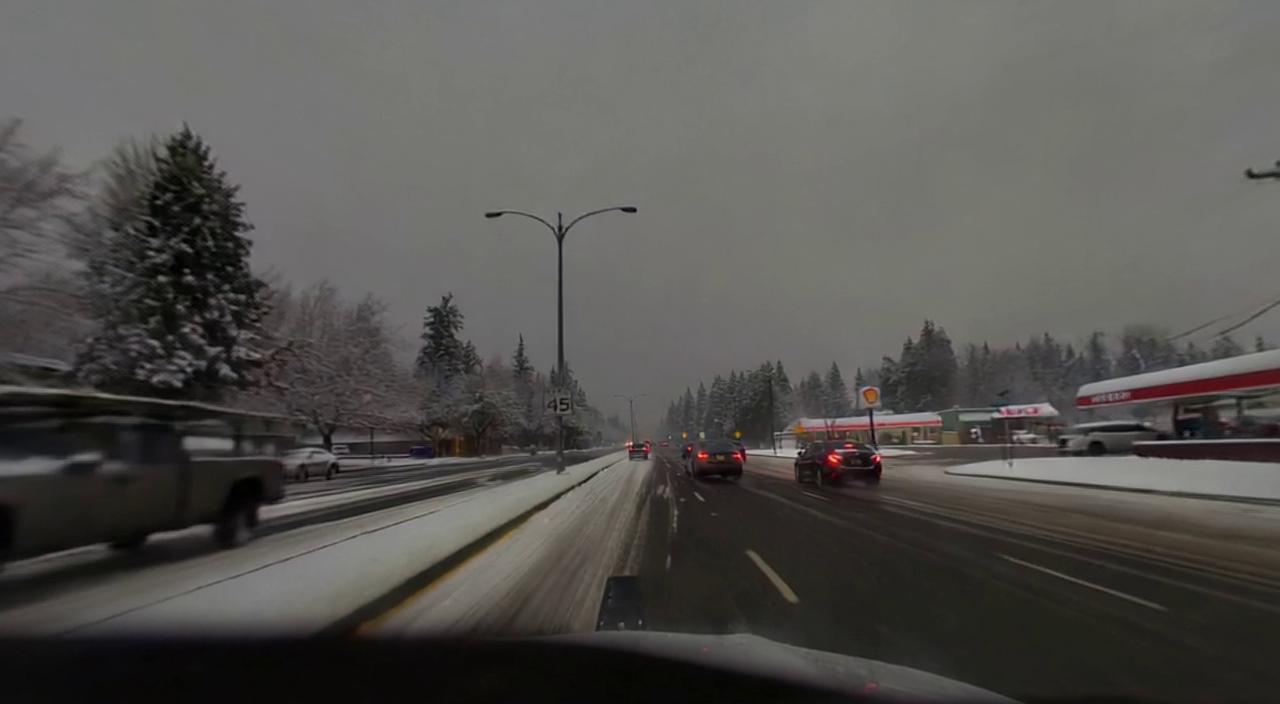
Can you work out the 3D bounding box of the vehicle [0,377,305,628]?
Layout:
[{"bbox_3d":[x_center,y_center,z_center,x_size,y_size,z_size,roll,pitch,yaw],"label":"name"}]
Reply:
[{"bbox_3d":[-5.553,1.258,5.723,2.016,1.770,5.300,0,-8,1],"label":"vehicle"}]

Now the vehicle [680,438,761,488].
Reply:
[{"bbox_3d":[2.535,3.627,20.940,1.971,1.479,4.493,0,-8,-2],"label":"vehicle"}]

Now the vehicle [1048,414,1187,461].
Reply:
[{"bbox_3d":[23.808,4.344,31.735,2.152,2.069,6.067,-2,-8,-1],"label":"vehicle"}]

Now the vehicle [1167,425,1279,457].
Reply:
[{"bbox_3d":[29.264,4.481,31.617,1.933,1.463,4.033,0,-8,1],"label":"vehicle"}]

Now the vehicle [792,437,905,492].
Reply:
[{"bbox_3d":[6.297,3.421,19.584,1.918,1.484,4.456,0,-8,-1],"label":"vehicle"}]
